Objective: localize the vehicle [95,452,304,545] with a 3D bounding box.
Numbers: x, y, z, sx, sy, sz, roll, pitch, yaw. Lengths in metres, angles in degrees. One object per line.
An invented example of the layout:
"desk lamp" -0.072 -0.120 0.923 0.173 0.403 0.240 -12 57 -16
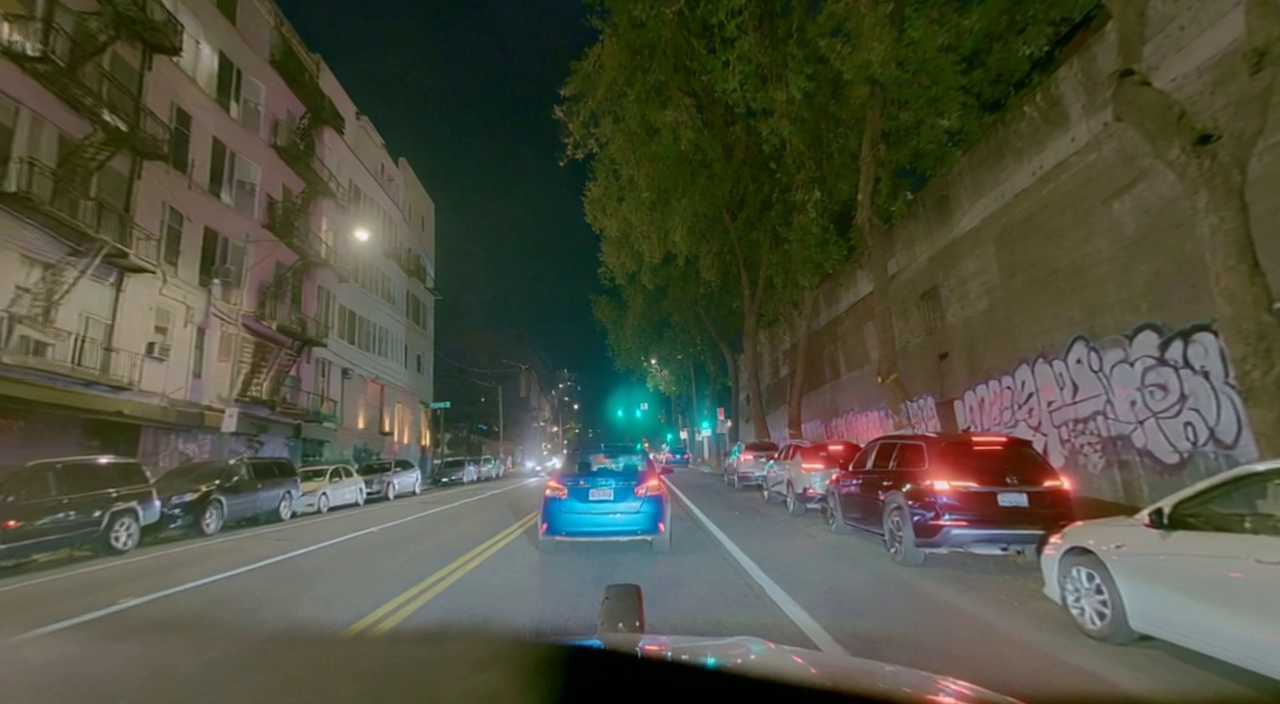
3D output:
"vehicle" -10.942 3.588 16.211 2.276 1.741 4.439 -6 -8 -1

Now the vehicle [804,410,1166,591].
"vehicle" 4.194 1.879 9.078 2.097 1.811 5.230 0 -8 -2

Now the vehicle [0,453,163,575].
"vehicle" -10.824 2.738 10.690 1.988 1.781 4.827 -5 -8 -3

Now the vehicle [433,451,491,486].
"vehicle" -10.930 7.147 39.199 2.199 1.717 4.888 -6 -8 -2

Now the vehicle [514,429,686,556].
"vehicle" -0.521 2.096 10.203 2.166 1.579 4.300 0 -8 0

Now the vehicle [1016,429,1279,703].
"vehicle" 4.195 1.179 3.064 1.955 1.535 4.266 2 -8 -3

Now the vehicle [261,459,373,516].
"vehicle" -11.013 4.602 21.888 1.741 1.506 4.370 -4 -8 -2

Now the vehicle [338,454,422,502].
"vehicle" -11.058 5.340 27.178 1.822 1.639 4.144 -7 -8 0
